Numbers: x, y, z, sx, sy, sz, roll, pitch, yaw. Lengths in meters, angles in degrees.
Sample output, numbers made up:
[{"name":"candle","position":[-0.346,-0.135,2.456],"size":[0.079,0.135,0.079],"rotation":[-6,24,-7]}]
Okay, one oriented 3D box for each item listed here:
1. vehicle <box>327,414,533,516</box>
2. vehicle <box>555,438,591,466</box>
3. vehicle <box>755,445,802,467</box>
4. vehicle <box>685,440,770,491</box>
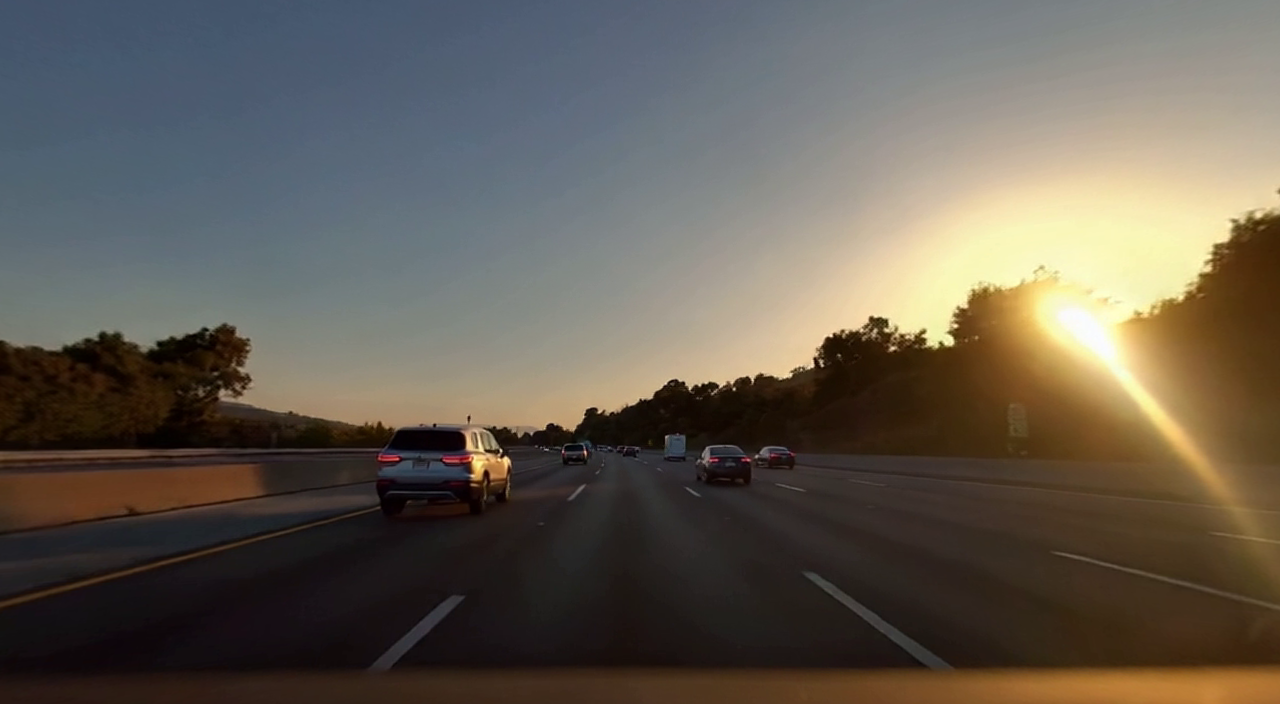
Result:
[{"name":"vehicle","position":[-4.327,2.510,14.474],"size":[2.684,1.839,5.803],"rotation":[0,-9,0]},{"name":"vehicle","position":[-4.618,7.018,44.313],"size":[2.149,1.843,4.348],"rotation":[1,-9,-2]},{"name":"vehicle","position":[9.812,7.380,44.953],"size":[2.105,1.496,4.393],"rotation":[0,-9,-3]},{"name":"vehicle","position":[2.828,3.797,21.496],"size":[2.053,1.510,4.400],"rotation":[0,-9,-3]}]
